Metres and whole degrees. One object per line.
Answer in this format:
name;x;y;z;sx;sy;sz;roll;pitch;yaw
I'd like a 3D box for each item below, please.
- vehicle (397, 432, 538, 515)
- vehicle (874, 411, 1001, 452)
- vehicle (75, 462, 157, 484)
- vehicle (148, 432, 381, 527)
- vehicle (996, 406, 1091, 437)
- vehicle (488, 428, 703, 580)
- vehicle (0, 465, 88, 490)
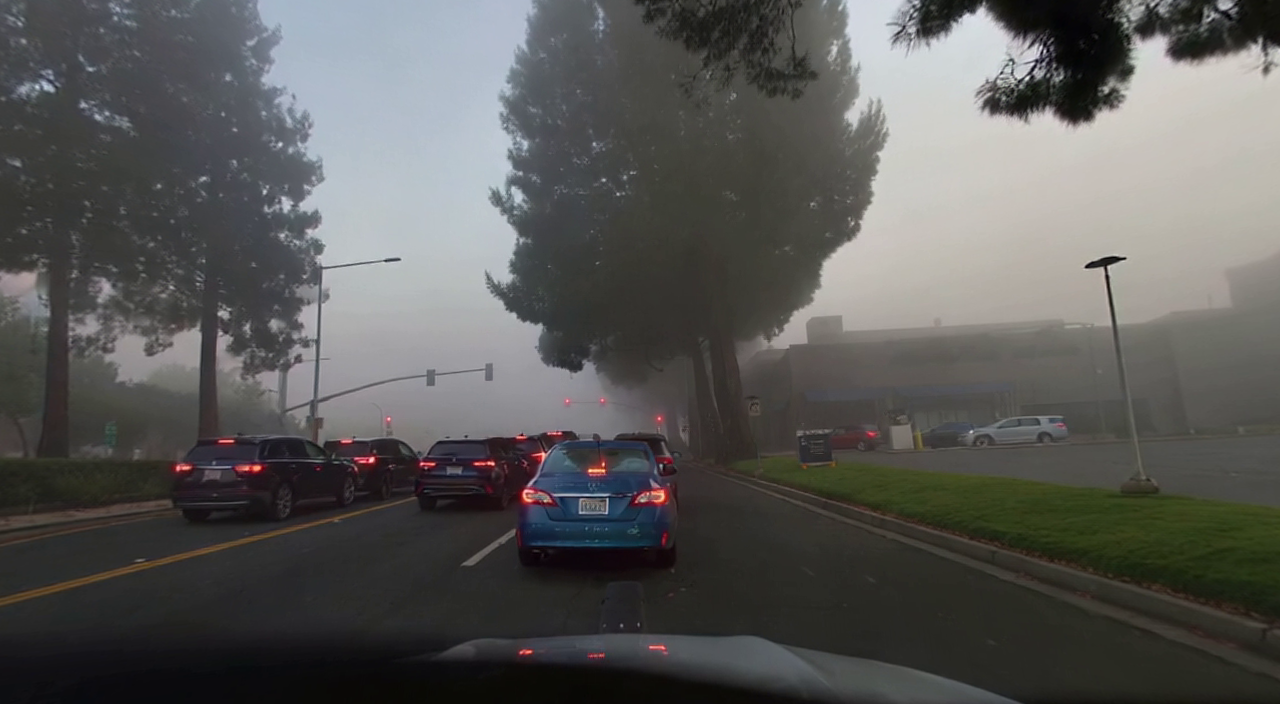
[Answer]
vehicle;-3.631;2.637;14.148;1.969;1.570;4.019;0;-9;1
vehicle;13.932;3.774;29.831;4.975;1.809;1.956;0;-9;1
vehicle;-36.354;8.368;43.886;3.918;1.423;1.861;0;-9;-1
vehicle;-7.284;2.505;12.944;2.096;1.593;4.288;0;-9;1
vehicle;28.506;4.950;44.891;5.333;1.880;2.130;-7;-9;26
vehicle;-0.423;1.797;8.234;2.104;1.472;3.946;0;-9;0
vehicle;-36.618;7.634;38.536;4.093;1.440;1.804;0;-9;0
